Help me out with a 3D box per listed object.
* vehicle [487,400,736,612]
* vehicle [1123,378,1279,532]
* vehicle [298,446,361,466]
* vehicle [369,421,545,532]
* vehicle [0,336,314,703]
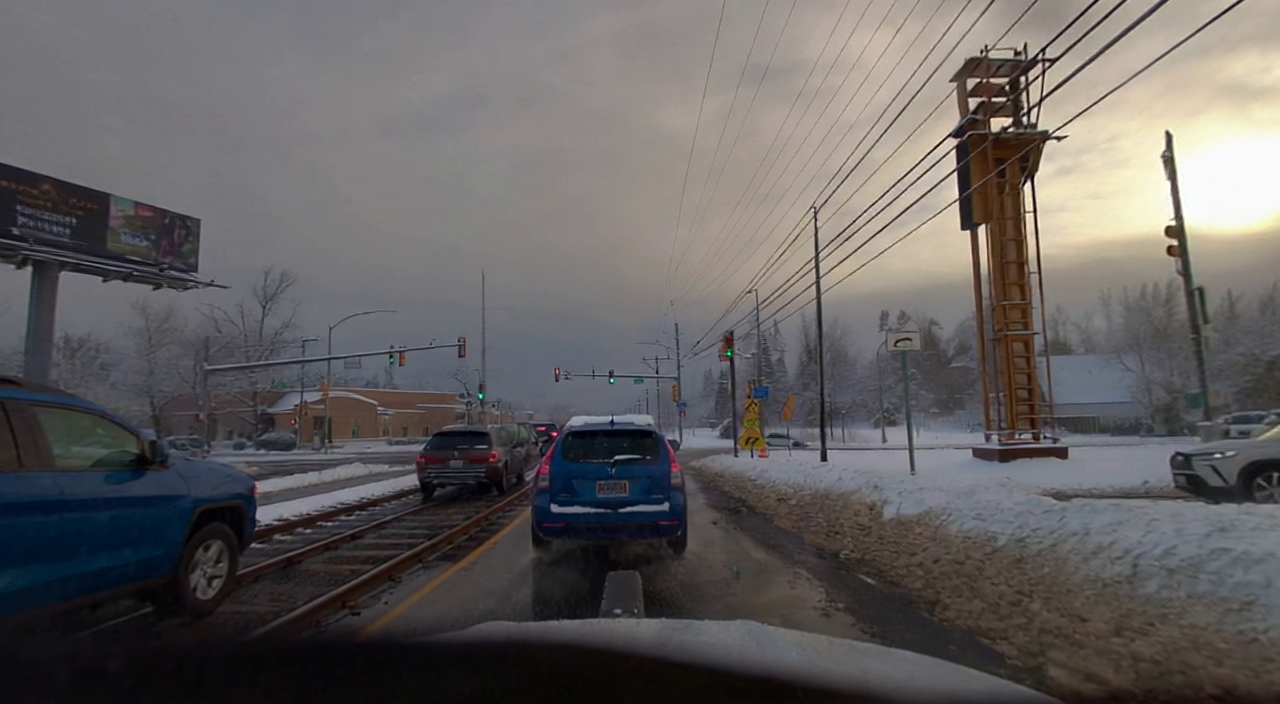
[{"bbox_3d":[-0.239,1.534,7.058,2.025,1.723,3.644,0,-9,0],"label":"vehicle"},{"bbox_3d":[9.582,1.315,8.181,5.060,1.702,2.033,1,-9,-4],"label":"vehicle"},{"bbox_3d":[-24.104,8.063,49.049,4.357,1.444,1.842,-3,-9,20],"label":"vehicle"},{"bbox_3d":[-3.128,2.233,11.869,1.988,1.678,4.317,0,-9,0],"label":"vehicle"},{"bbox_3d":[-3.934,0.864,2.998,2.052,1.814,5.184,0,-9,-1],"label":"vehicle"}]
